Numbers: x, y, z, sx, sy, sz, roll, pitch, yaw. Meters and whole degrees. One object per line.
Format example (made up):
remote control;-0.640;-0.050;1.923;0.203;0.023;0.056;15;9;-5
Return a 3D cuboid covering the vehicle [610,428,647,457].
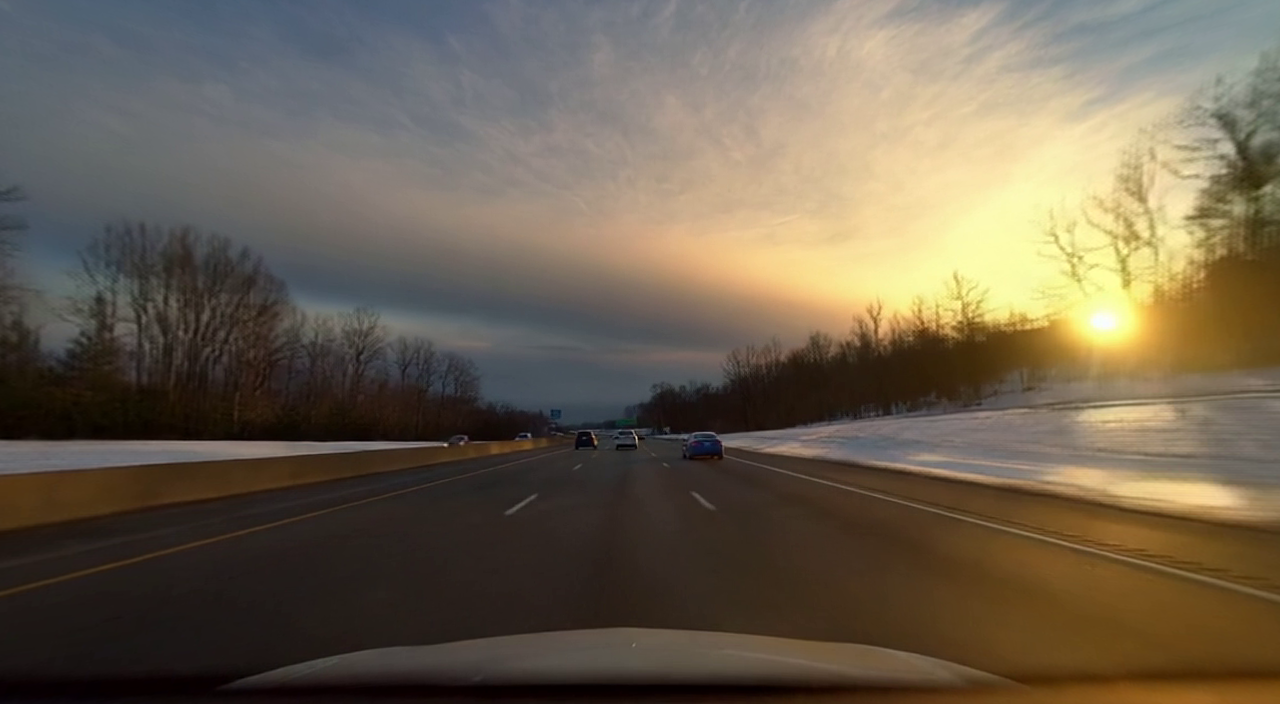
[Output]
vehicle;-0.706;5.555;38.730;2.182;1.680;4.253;0;-8;-1

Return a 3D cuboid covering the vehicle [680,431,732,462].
vehicle;3.354;4.879;32.795;2.056;1.479;4.660;0;-8;-2

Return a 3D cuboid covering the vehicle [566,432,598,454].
vehicle;-4.099;6.497;45.034;2.041;1.546;4.080;0;-8;-1
